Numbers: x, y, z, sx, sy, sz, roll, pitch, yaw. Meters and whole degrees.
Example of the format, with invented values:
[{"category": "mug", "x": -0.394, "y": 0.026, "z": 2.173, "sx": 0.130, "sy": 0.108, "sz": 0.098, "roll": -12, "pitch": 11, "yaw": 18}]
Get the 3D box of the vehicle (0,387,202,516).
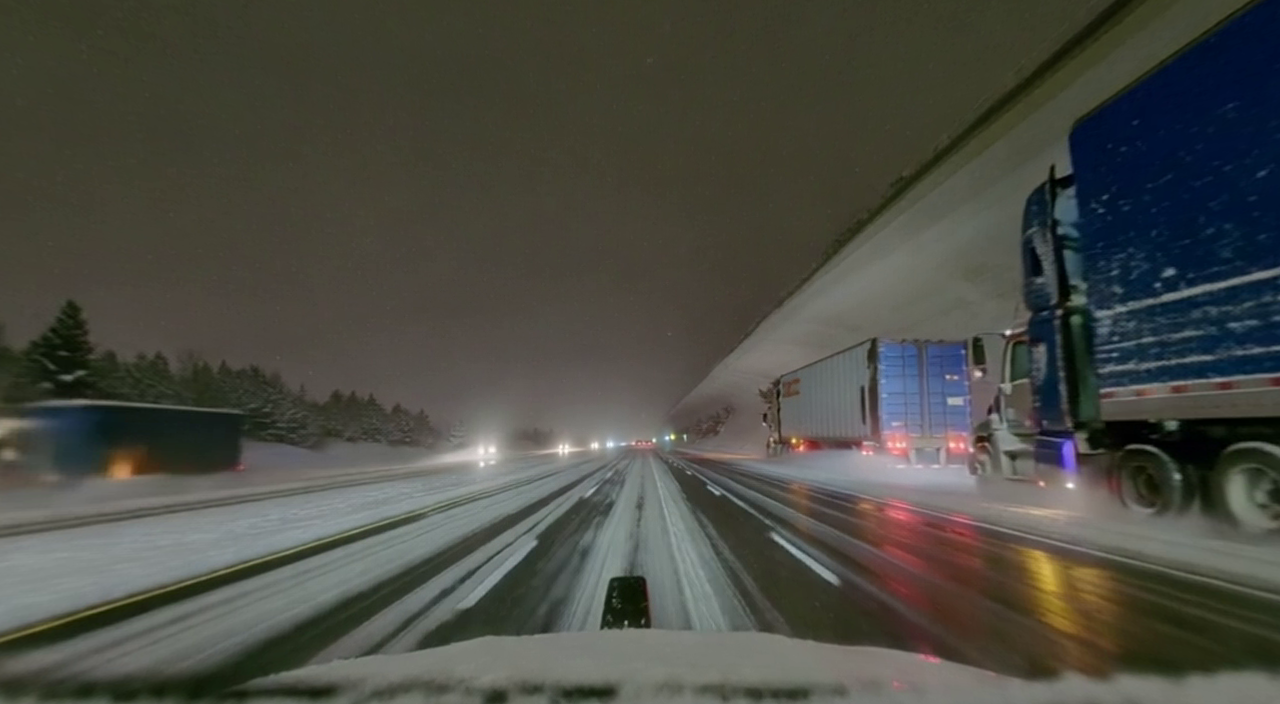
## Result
[{"category": "vehicle", "x": -18.944, "y": 3.165, "z": 20.221, "sx": 2.796, "sy": 3.508, "sz": 9.370, "roll": 0, "pitch": -8, "yaw": 1}]
